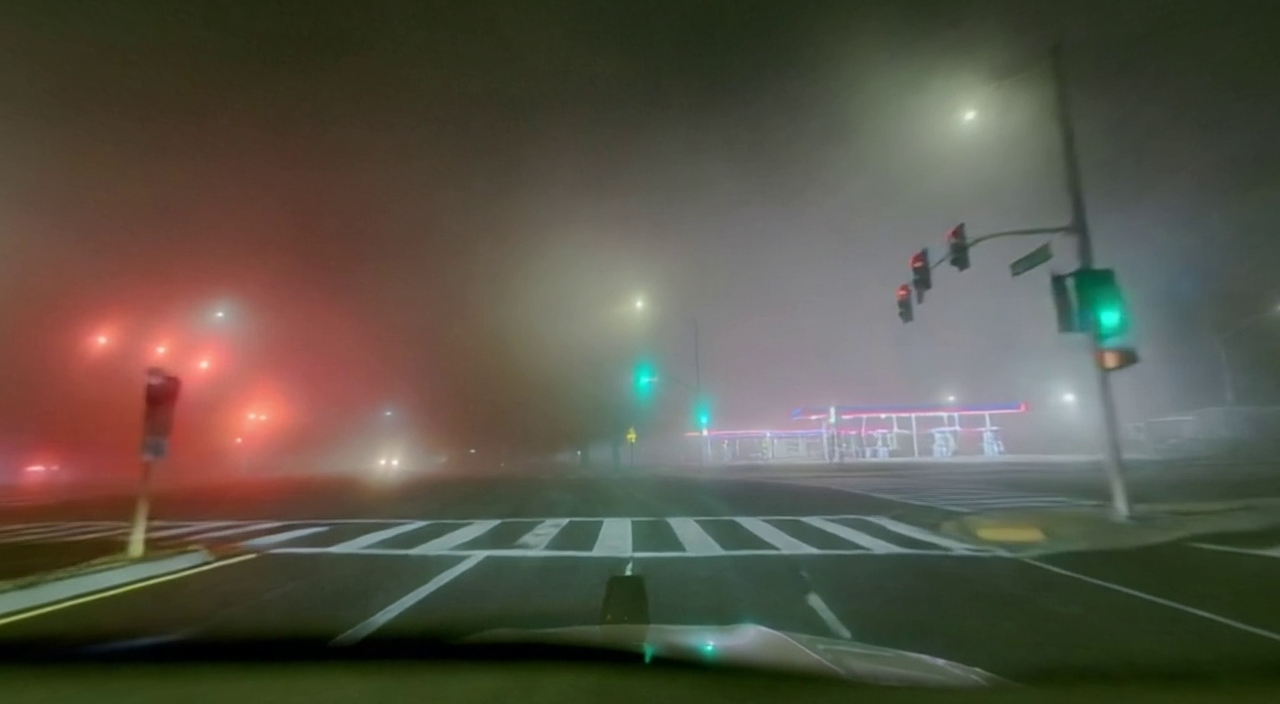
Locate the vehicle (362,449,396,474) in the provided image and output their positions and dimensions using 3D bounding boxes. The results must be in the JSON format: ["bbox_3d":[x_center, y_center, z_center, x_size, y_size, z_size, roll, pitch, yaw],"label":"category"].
[{"bbox_3d":[-18.625,7.742,44.862,2.048,1.670,4.450,4,-10,-24],"label":"vehicle"}]
